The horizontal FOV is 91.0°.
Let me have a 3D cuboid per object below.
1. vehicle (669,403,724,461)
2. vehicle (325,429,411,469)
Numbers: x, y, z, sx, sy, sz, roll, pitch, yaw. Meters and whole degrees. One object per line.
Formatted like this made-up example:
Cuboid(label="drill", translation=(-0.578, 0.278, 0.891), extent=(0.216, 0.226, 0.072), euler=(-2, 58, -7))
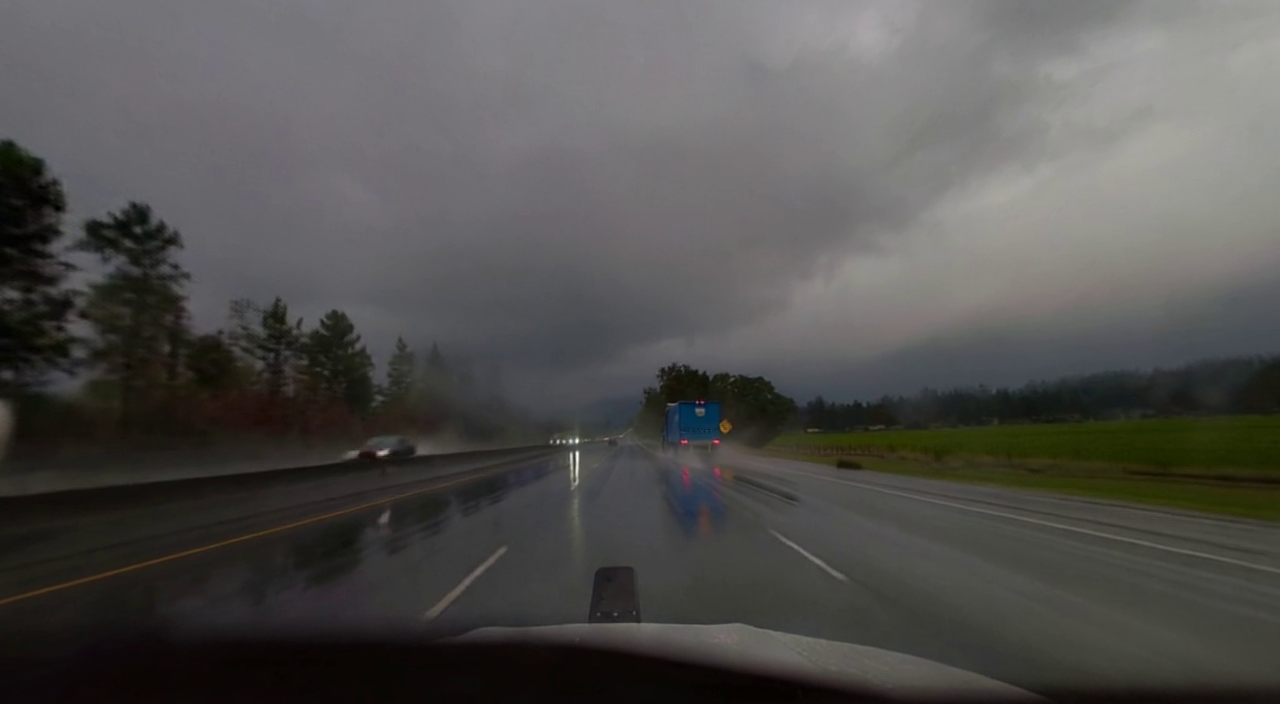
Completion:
Cuboid(label="vehicle", translation=(3.547, 5.300, 41.341), extent=(2.766, 3.349, 7.796), euler=(-1, -8, 0))
Cuboid(label="vehicle", translation=(-12.935, 4.638, 30.321), extent=(2.061, 1.728, 4.748), euler=(-1, -8, -1))
